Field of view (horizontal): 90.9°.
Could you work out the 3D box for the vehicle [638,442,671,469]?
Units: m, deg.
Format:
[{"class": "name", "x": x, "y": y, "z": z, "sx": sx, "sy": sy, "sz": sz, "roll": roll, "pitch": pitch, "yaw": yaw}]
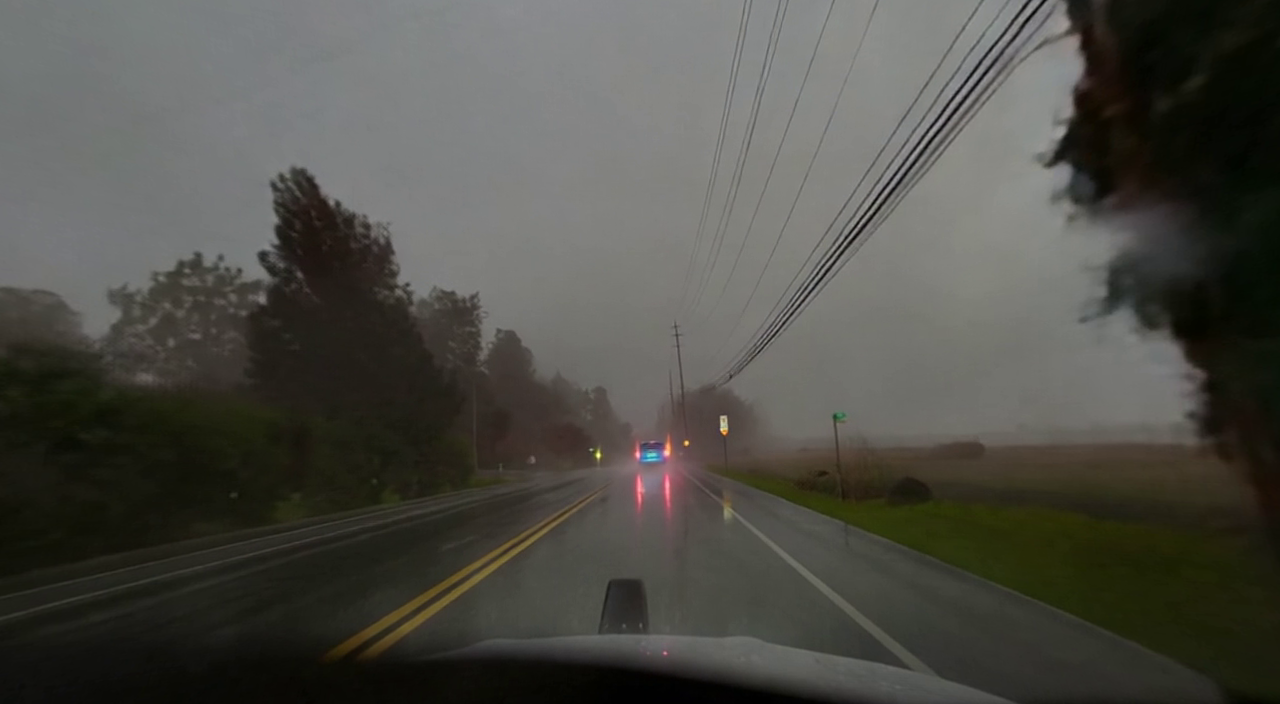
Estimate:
[{"class": "vehicle", "x": 1.086, "y": 8.081, "z": 49.367, "sx": 2.468, "sy": 2.056, "sz": 4.422, "roll": 0, "pitch": -9, "yaw": 1}]
